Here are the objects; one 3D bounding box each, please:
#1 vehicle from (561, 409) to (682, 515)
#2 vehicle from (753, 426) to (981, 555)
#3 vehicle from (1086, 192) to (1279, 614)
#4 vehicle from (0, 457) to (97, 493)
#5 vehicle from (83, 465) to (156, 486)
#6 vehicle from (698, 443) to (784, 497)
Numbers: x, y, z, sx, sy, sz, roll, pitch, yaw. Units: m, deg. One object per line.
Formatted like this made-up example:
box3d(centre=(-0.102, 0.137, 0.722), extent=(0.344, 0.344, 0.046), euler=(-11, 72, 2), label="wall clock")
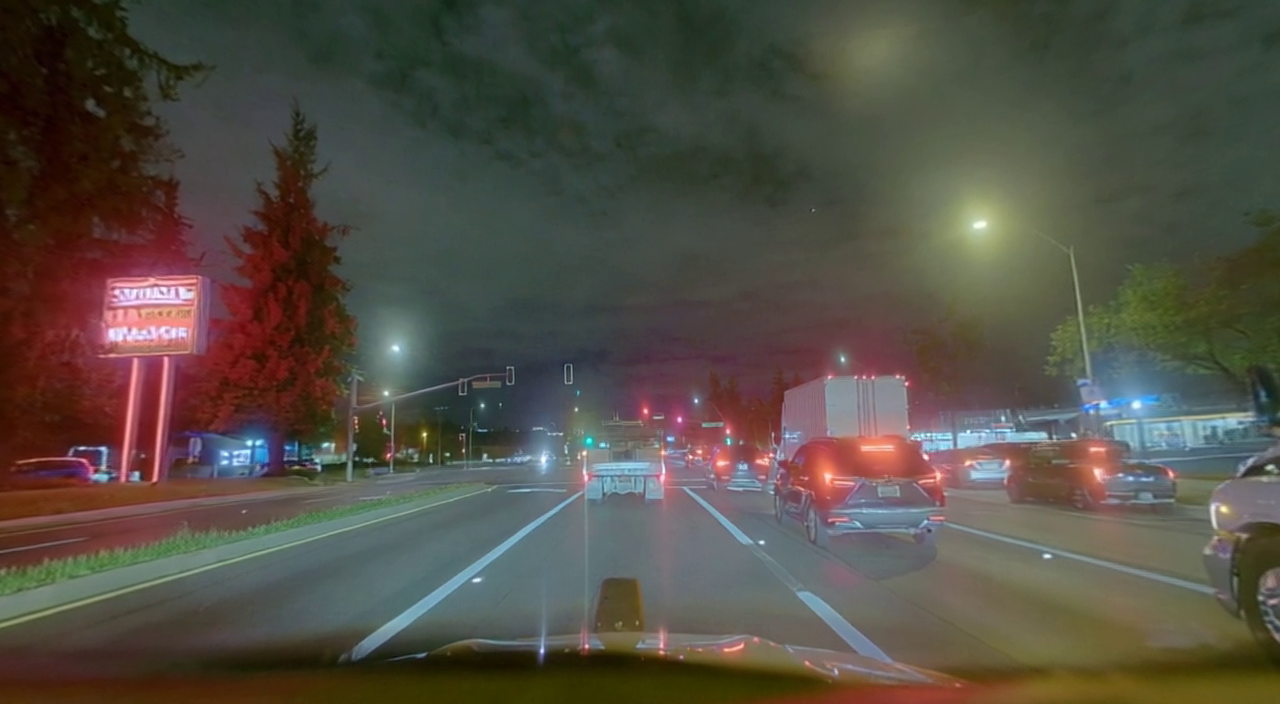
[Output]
box3d(centre=(-0.407, 2.670, 15.766), extent=(2.499, 2.183, 5.111), euler=(0, -9, -1), label="vehicle")
box3d(centre=(3.280, 2.117, 10.435), extent=(1.905, 1.587, 4.998), euler=(0, -9, 0), label="vehicle")
box3d(centre=(6.495, 0.134, 3.276), extent=(2.802, 3.322, 7.429), euler=(0, -9, 0), label="vehicle")
box3d(centre=(-28.611, 5.879, 30.395), extent=(1.730, 1.534, 3.922), euler=(1, -9, -7), label="vehicle")
box3d(centre=(-37.974, 8.999, 46.095), extent=(4.150, 1.474, 1.826), euler=(-2, -9, 12), label="vehicle")
box3d(centre=(3.061, 3.668, 20.097), extent=(1.922, 1.483, 4.436), euler=(0, -9, -1), label="vehicle")
